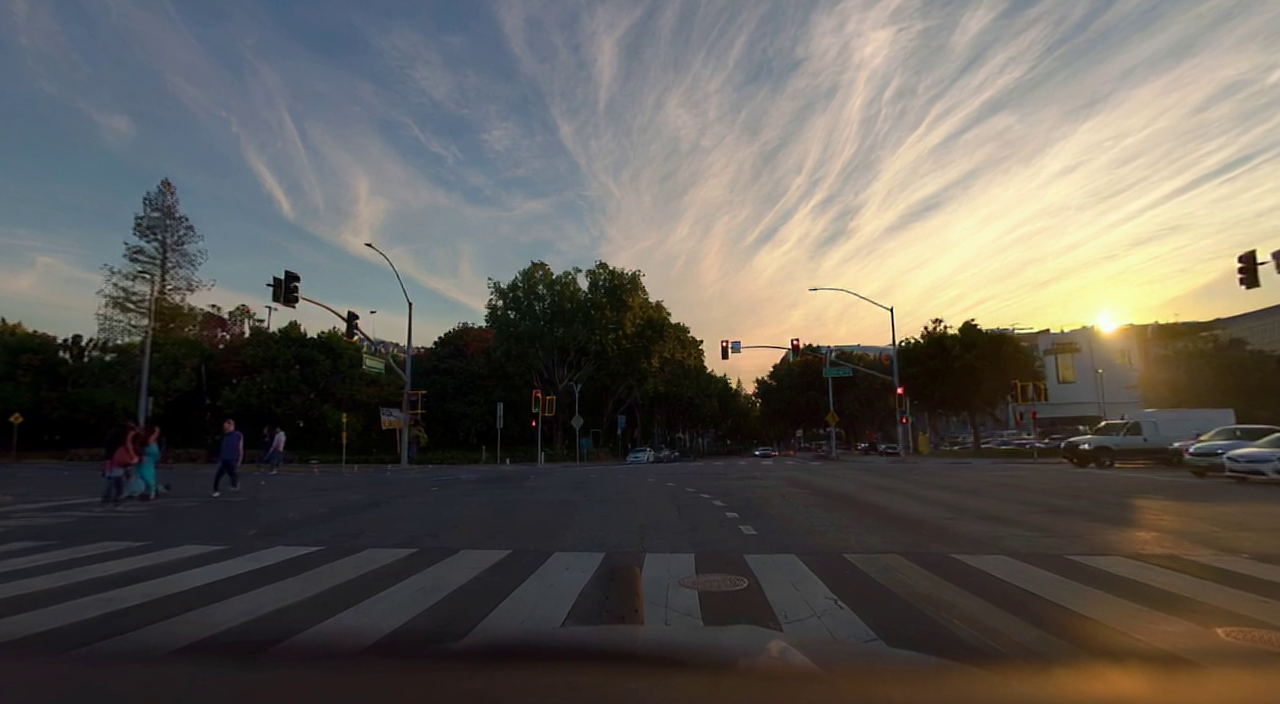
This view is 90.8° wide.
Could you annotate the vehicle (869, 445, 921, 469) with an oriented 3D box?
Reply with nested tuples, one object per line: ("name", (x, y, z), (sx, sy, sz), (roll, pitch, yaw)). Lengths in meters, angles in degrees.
("vehicle", (17.503, 7.185, 43.589), (1.789, 1.557, 4.293), (0, -9, 1))

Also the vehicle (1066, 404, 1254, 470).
("vehicle", (22.953, 3.819, 28.158), (5.855, 2.746, 2.523), (-1, -9, 3))

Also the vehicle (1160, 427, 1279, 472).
("vehicle", (21.198, 3.361, 21.791), (4.740, 1.464, 1.876), (-1, -9, 3))

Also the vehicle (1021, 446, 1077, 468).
("vehicle", (27.690, 7.131, 42.860), (1.589, 1.405, 3.633), (-1, -9, 5))
